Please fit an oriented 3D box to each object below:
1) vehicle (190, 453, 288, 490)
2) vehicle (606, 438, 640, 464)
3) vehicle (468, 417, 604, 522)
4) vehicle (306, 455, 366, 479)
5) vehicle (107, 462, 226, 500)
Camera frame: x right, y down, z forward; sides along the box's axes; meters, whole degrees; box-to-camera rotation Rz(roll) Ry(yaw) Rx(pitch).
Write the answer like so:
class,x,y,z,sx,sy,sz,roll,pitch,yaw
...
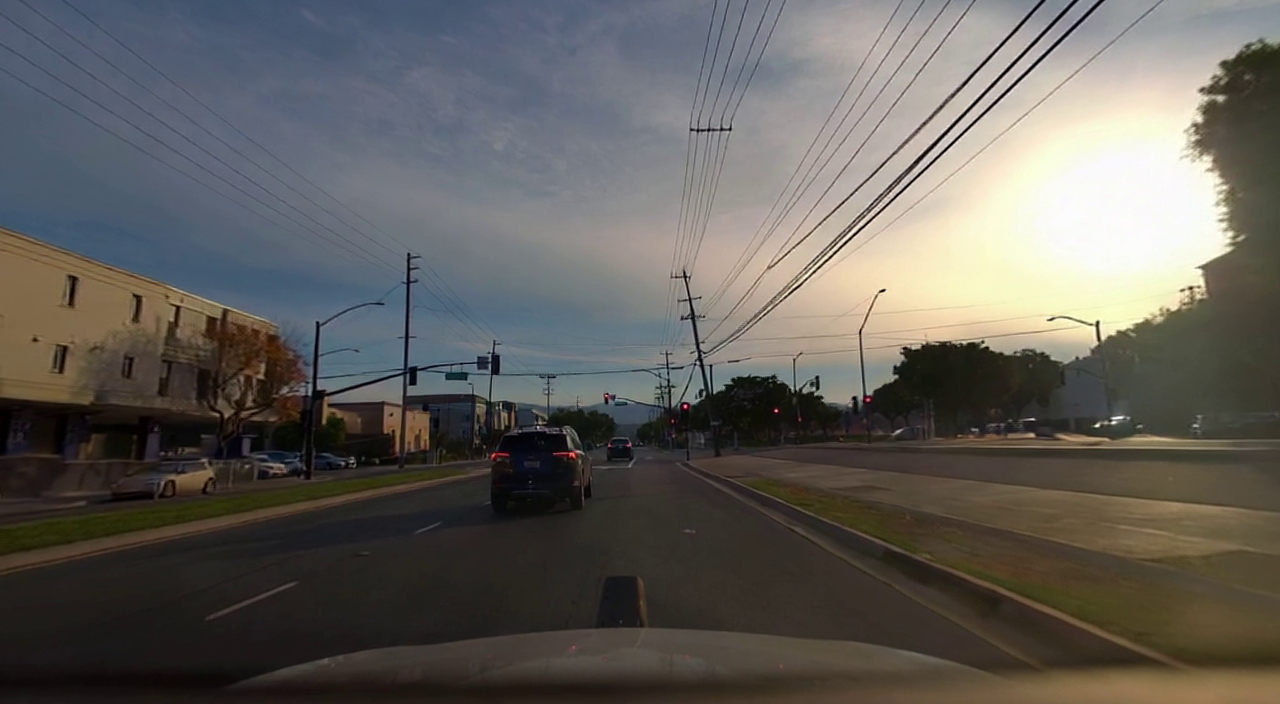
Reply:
class,x,y,z,sx,sy,sz,roll,pitch,yaw
vehicle,-20.277,6.042,32.193,1.989,1.689,4.388,0,-9,2
vehicle,-1.101,6.660,42.536,2.144,1.681,3.855,0,-9,0
vehicle,-1.881,2.295,12.758,2.022,1.757,4.041,0,-9,0
vehicle,-20.319,7.702,42.443,1.826,1.430,4.426,0,-9,-1
vehicle,-20.332,5.527,27.397,1.790,1.415,4.450,0,-9,-2
